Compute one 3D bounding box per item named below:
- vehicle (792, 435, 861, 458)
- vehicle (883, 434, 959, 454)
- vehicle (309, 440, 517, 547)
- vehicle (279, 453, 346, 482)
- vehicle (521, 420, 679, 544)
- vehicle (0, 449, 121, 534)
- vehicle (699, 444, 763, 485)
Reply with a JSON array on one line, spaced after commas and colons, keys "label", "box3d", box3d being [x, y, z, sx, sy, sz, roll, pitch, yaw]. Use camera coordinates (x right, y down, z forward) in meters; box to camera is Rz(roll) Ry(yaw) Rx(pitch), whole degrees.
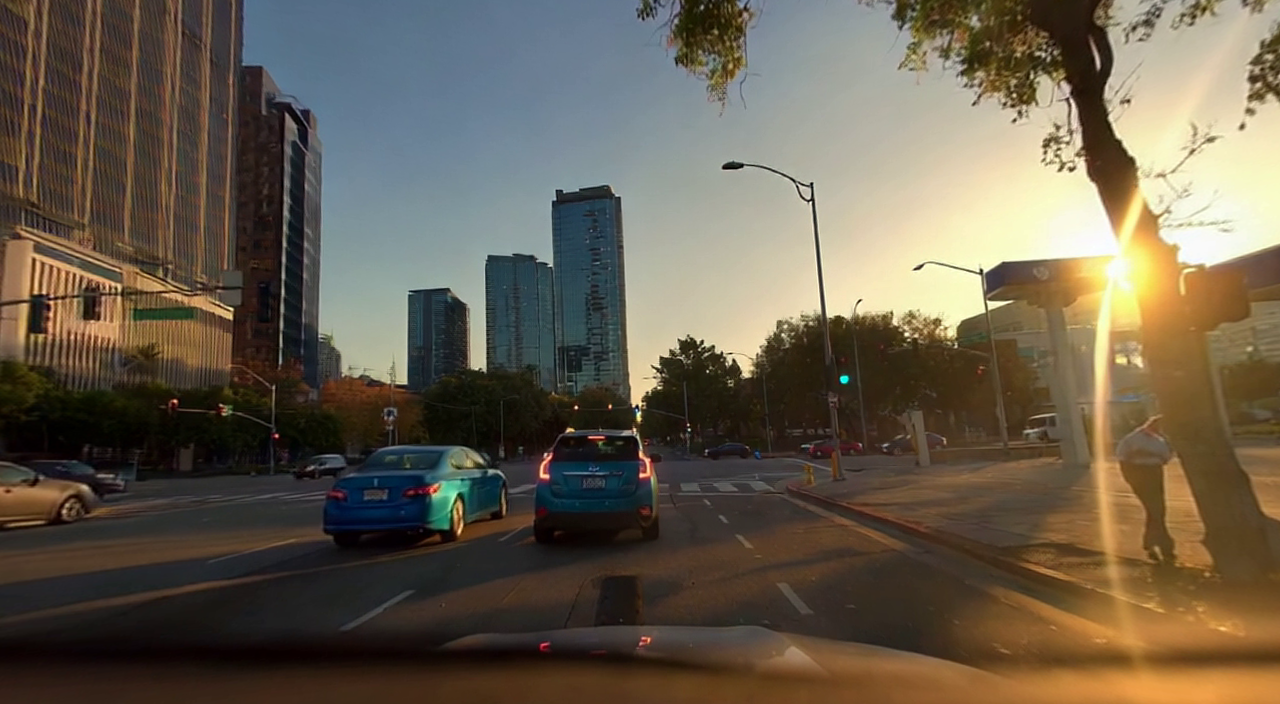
[{"label": "vehicle", "box3d": [13.885, 7.055, 47.129, 4.524, 1.681, 1.823, 0, -8, -1]}, {"label": "vehicle", "box3d": [20.770, 6.829, 46.840, 4.700, 1.417, 1.789, 0, -8, 1]}, {"label": "vehicle", "box3d": [-3.658, 2.337, 11.188, 2.003, 1.492, 4.291, 0, -8, 1]}, {"label": "vehicle", "box3d": [-21.258, 7.464, 41.216, 1.890, 1.691, 4.591, 0, -8, 1]}, {"label": "vehicle", "box3d": [-0.555, 2.140, 11.047, 2.210, 1.722, 4.215, 0, -8, 0]}, {"label": "vehicle", "box3d": [-13.515, 2.803, 12.784, 1.995, 1.626, 4.592, 0, -8, 2]}, {"label": "vehicle", "box3d": [3.708, 4.404, 25.137, 1.976, 1.462, 4.342, -2, -9, 15]}]
